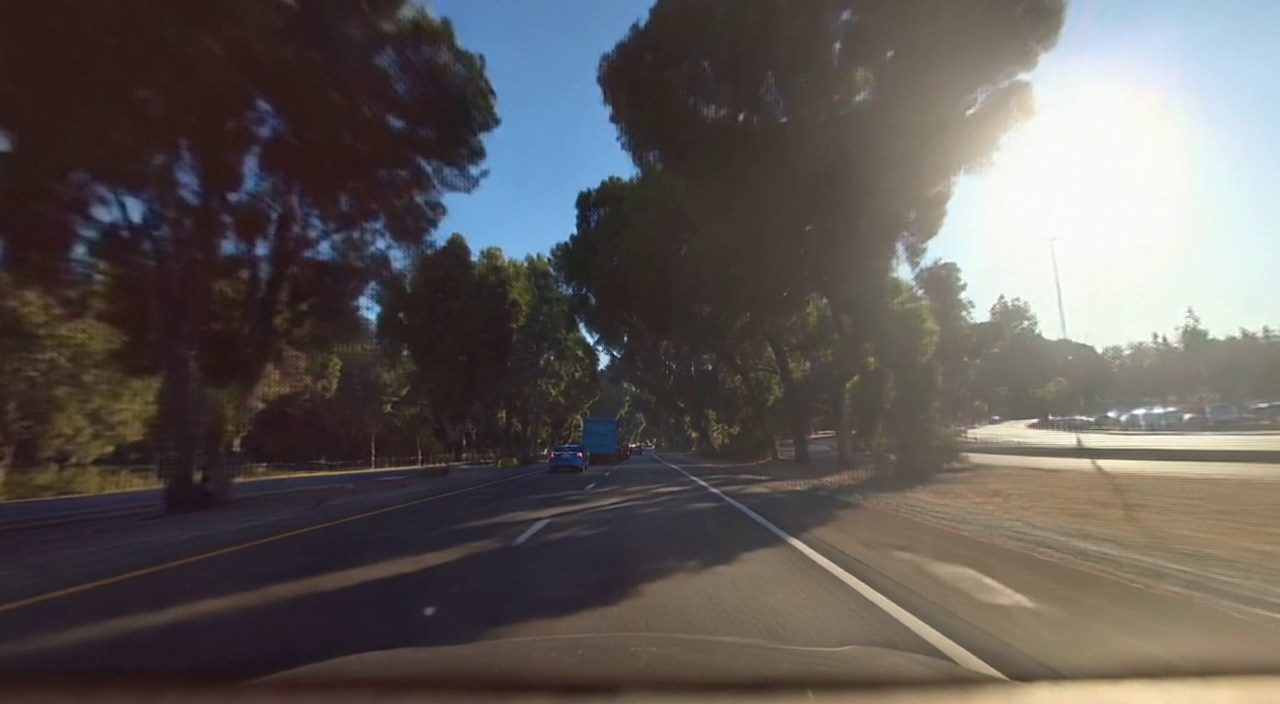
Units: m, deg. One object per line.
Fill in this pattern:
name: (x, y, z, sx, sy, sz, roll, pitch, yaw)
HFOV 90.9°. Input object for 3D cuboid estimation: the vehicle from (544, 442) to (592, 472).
vehicle: (-3.789, 5.576, 33.756, 2.005, 1.462, 4.345, 0, -8, 1)
